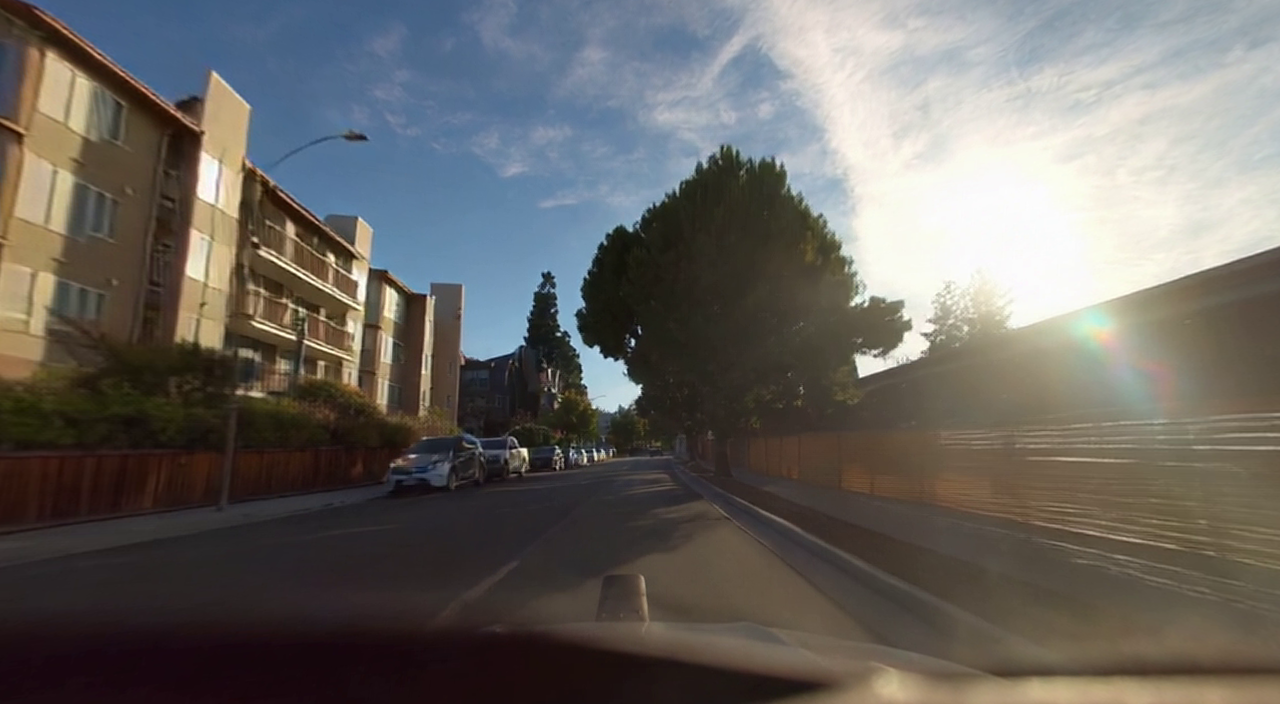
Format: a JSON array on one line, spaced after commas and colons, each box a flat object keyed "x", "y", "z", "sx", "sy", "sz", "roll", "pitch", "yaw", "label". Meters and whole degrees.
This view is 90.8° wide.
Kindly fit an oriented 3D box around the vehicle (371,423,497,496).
[{"x": -6.361, "y": 3.395, "z": 20.278, "sx": 2.192, "sy": 1.965, "sz": 4.917, "roll": 2, "pitch": -8, "yaw": 1, "label": "vehicle"}]

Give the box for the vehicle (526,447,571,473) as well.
[{"x": -5.763, "y": 6.840, "z": 40.370, "sx": 1.914, "sy": 1.417, "sz": 4.750, "roll": 2, "pitch": -8, "yaw": 2, "label": "vehicle"}]
